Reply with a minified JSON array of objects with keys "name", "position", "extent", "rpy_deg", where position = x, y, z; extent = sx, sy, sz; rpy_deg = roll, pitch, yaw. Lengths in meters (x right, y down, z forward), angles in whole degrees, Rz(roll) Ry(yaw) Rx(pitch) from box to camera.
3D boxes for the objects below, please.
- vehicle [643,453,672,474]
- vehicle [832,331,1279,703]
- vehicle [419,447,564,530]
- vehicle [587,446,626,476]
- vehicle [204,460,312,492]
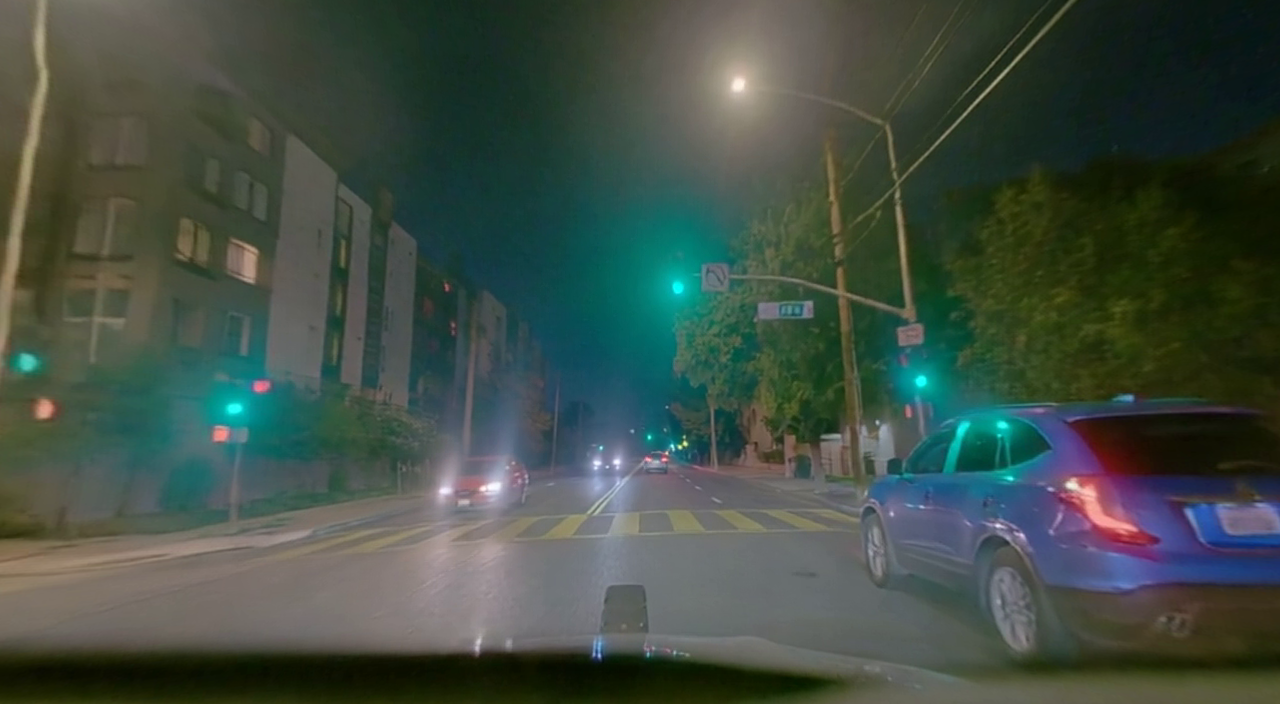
[{"name":"vehicle","position":[1.268,8.326,47.258],"extent":[2.097,1.463,4.043],"rpy_deg":[0,-9,0]},{"name":"vehicle","position":[3.328,1.195,5.047],"extent":[2.130,1.863,4.844],"rpy_deg":[0,-9,1]},{"name":"vehicle","position":[-2.984,2.845,13.785],"extent":[2.170,1.513,4.270],"rpy_deg":[0,-9,-1]},{"name":"vehicle","position":[-2.383,8.001,46.700],"extent":[2.469,2.023,5.896],"rpy_deg":[0,-9,1]},{"name":"vehicle","position":[-20.065,6.505,33.244],"extent":[4.327,1.513,2.021],"rpy_deg":[1,-10,-1]}]
